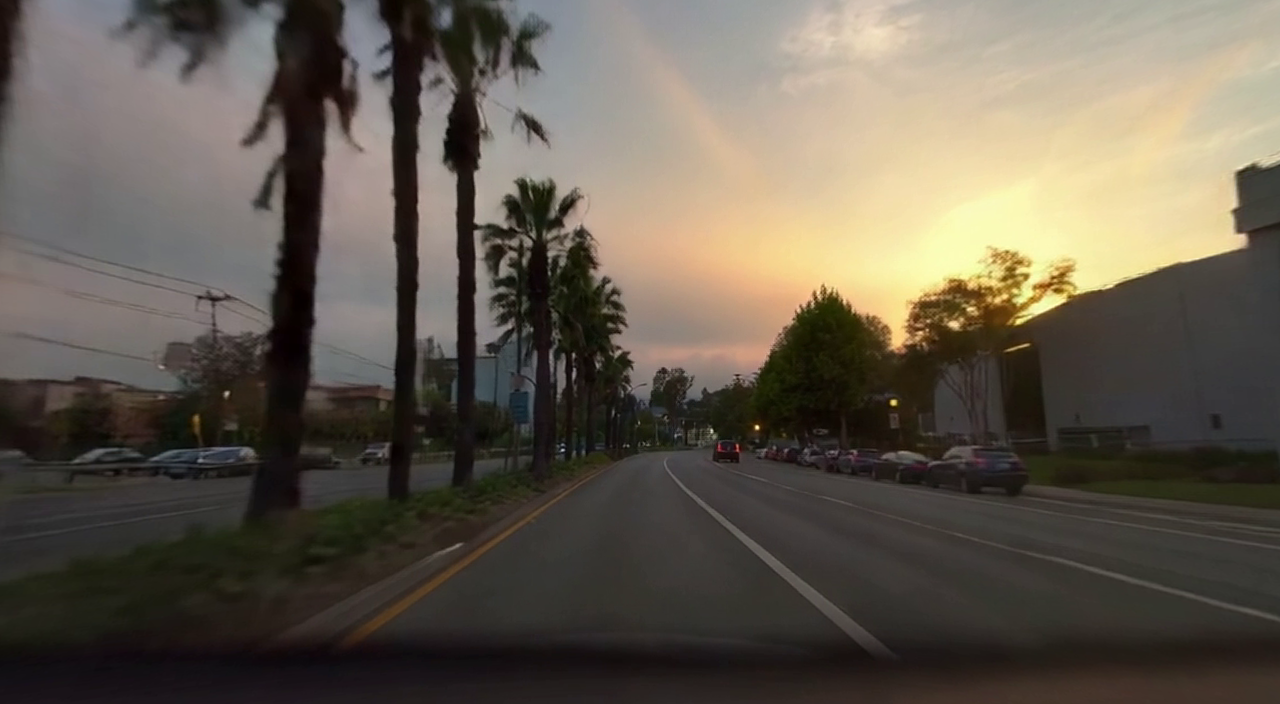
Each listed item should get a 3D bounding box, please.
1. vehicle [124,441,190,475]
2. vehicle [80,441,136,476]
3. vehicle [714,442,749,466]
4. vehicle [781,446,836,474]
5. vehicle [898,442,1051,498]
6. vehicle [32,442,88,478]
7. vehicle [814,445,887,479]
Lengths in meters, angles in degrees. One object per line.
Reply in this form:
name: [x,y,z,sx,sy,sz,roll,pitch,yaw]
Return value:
vehicle: [-37.263,8.104,48.483,6.188,2.494,2.424,-7,-11,39]
vehicle: [-39.995,7.935,47.236,5.579,2.458,2.324,-8,-11,42]
vehicle: [6.823,7.635,47.362,2.000,1.717,4.101,0,-8,0]
vehicle: [10.178,6.529,38.305,1.950,1.410,4.642,0,-7,-1]
vehicle: [10.286,3.640,19.896,2.086,1.545,4.645,0,-8,-3]
vehicle: [-43.129,7.961,46.713,5.843,2.364,2.352,-7,-11,42]
vehicle: [10.109,5.301,30.682,1.875,1.491,4.780,0,-8,0]
